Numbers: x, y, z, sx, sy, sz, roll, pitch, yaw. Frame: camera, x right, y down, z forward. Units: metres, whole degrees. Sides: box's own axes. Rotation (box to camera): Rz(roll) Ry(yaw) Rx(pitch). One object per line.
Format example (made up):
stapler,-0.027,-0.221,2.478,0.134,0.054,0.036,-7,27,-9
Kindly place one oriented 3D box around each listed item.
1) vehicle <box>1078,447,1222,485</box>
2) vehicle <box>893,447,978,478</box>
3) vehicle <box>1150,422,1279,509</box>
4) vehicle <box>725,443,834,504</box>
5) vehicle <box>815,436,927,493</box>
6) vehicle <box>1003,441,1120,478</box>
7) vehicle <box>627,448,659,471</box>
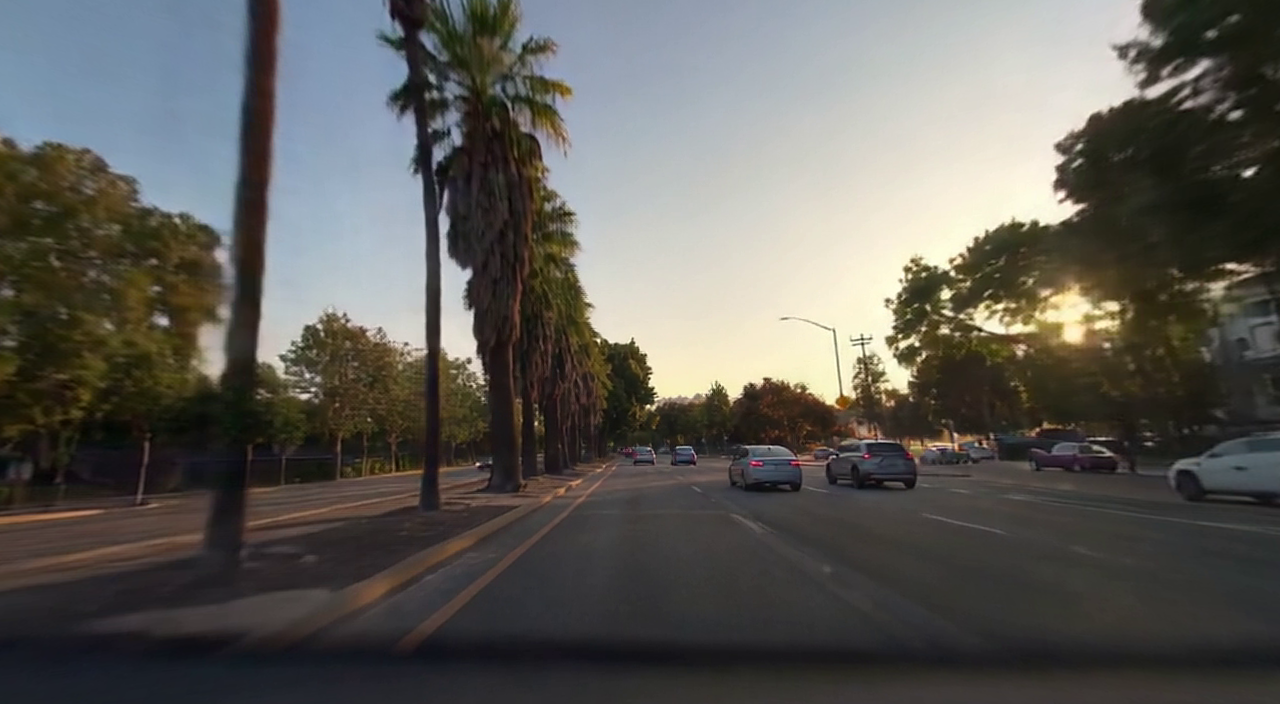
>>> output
vehicle,21.517,4.810,27.000,1.881,1.457,5.022,0,-9,-1
vehicle,15.166,5.685,32.753,2.001,1.463,4.781,0,-9,-2
vehicle,15.169,2.617,14.678,2.267,1.881,5.087,0,-9,-1
vehicle,3.699,3.285,17.610,1.875,1.452,4.453,0,-9,-2
vehicle,7.305,3.601,20.533,1.916,1.646,4.258,0,-9,-1
vehicle,21.615,5.491,32.760,2.109,1.697,5.547,0,-8,-2
vehicle,0.175,7.198,42.492,2.031,1.444,4.361,0,-9,-1
